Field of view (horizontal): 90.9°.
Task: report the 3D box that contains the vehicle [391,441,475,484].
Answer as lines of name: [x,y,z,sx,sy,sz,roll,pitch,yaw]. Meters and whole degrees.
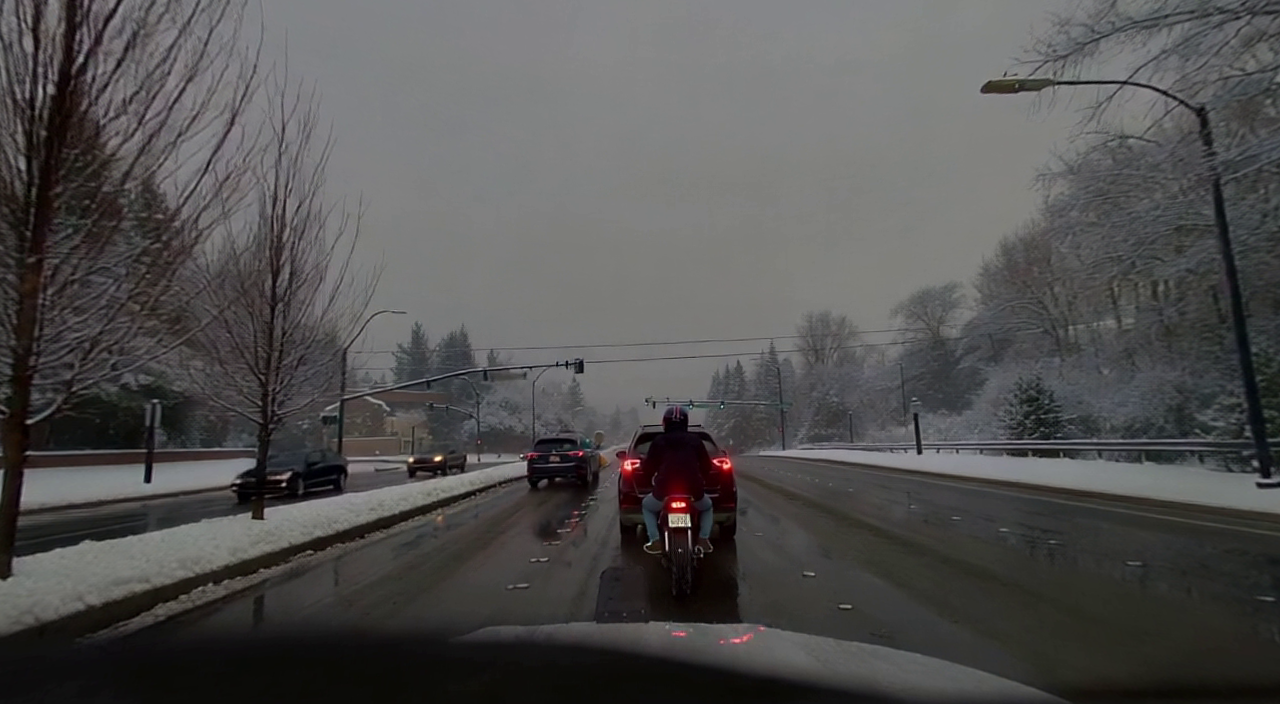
vehicle: [-7.779,4.148,24.080,1.735,1.480,4.137,-1,-8,1]

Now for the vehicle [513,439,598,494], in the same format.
vehicle: [-2.505,3.499,19.654,1.979,1.499,3.840,-1,-8,2]

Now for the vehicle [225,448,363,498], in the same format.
vehicle: [-11.263,3.925,20.982,1.936,1.425,4.630,-1,-8,0]

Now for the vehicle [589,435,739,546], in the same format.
vehicle: [0.339,2.193,10.807,2.009,1.450,4.608,-1,-8,1]
